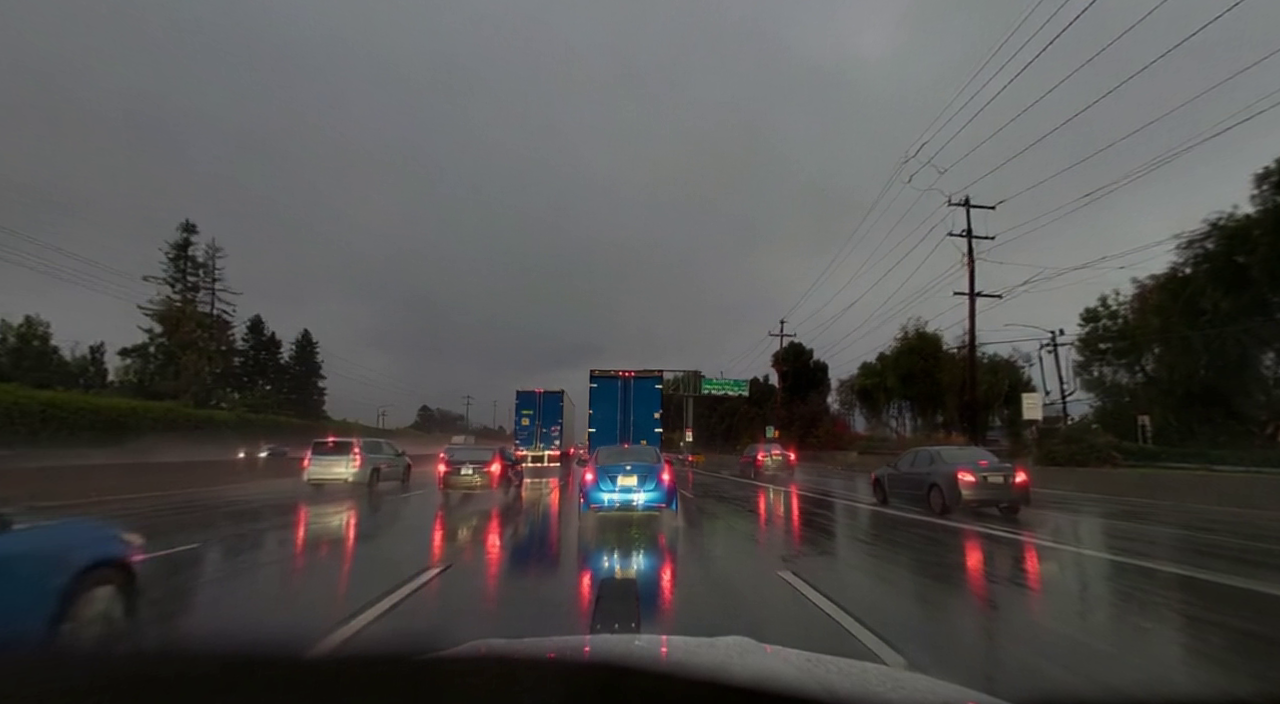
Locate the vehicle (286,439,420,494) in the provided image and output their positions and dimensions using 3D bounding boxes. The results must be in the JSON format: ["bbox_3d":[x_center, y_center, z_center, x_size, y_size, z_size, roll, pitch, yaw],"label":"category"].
[{"bbox_3d":[-8.525,3.437,19.334,2.008,1.454,4.693,0,-9,-2],"label":"vehicle"}]

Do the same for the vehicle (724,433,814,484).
[{"bbox_3d":[4.588,3.851,23.124,2.023,1.676,4.002,1,-9,-6],"label":"vehicle"}]

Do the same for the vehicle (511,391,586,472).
[{"bbox_3d":[-5.648,5.617,42.709,3.150,4.298,17.928,0,-9,-2],"label":"vehicle"}]

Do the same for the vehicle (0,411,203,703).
[{"bbox_3d":[-3.819,0.786,1.435,1.960,1.450,5.246,0,-9,-1],"label":"vehicle"}]

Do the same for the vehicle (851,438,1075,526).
[{"bbox_3d":[6.015,2.443,12.469,1.878,1.406,4.164,1,-9,-6],"label":"vehicle"}]

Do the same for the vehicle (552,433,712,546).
[{"bbox_3d":[-0.212,2.129,10.422,2.112,1.463,4.012,0,-9,-3],"label":"vehicle"}]

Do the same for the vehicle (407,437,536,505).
[{"bbox_3d":[-4.119,3.006,16.451,2.090,1.463,4.968,0,-9,-1],"label":"vehicle"}]
